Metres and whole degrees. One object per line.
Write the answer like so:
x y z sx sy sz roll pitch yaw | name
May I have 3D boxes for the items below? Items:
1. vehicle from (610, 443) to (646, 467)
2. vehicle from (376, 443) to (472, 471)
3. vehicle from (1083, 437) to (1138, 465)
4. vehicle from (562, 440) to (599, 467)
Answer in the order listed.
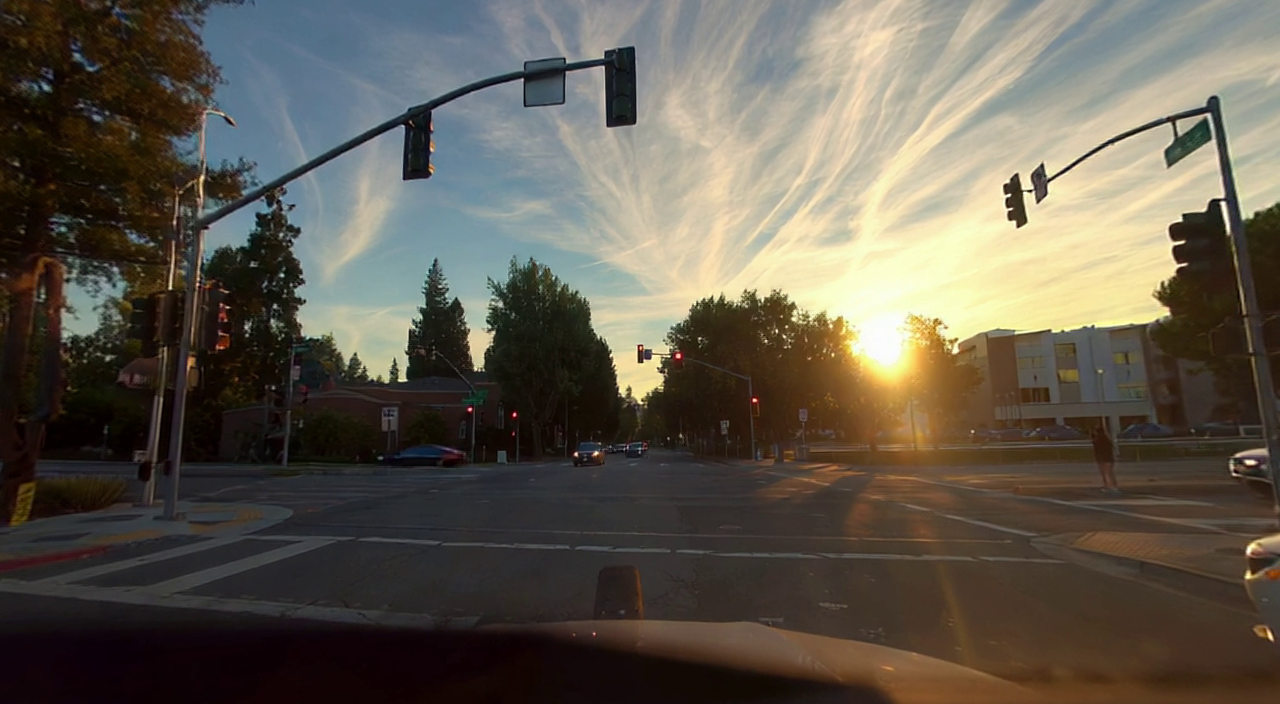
-0.865 6.827 41.985 2.056 1.492 3.937 1 -9 -6 | vehicle
-11.763 5.717 34.454 4.628 1.414 1.897 -3 -9 16 | vehicle
26.958 5.658 36.147 2.092 1.474 4.046 -8 -11 40 | vehicle
-4.120 7.101 44.276 2.251 1.756 4.610 0 -9 -2 | vehicle
